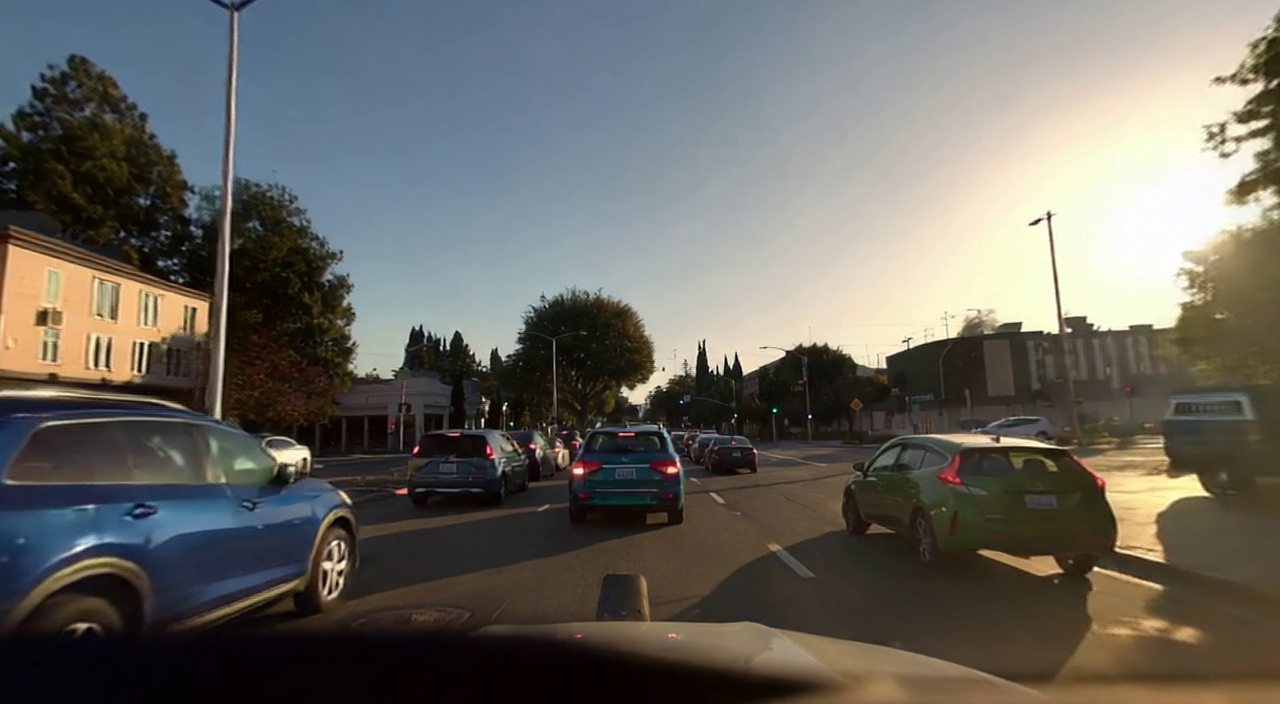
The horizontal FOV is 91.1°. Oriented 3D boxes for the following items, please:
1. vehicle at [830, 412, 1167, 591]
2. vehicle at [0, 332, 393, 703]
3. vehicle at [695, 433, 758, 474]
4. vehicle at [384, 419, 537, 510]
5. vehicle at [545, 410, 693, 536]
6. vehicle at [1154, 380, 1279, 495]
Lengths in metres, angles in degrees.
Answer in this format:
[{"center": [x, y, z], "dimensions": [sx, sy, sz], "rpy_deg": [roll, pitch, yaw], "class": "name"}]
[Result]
[{"center": [3.738, 1.595, 7.523], "dimensions": [1.847, 1.554, 3.885], "rpy_deg": [0, -8, 3], "class": "vehicle"}, {"center": [-3.440, 0.991, 3.796], "dimensions": [2.047, 1.710, 4.314], "rpy_deg": [0, -8, 1], "class": "vehicle"}, {"center": [3.349, 4.017, 25.066], "dimensions": [1.948, 1.475, 4.093], "rpy_deg": [0, -8, 0], "class": "vehicle"}, {"center": [-3.728, 2.420, 13.969], "dimensions": [2.012, 1.701, 4.316], "rpy_deg": [0, -8, 1], "class": "vehicle"}, {"center": [-0.241, 1.945, 10.677], "dimensions": [2.022, 1.700, 4.084], "rpy_deg": [0, -8, 1], "class": "vehicle"}, {"center": [12.498, 1.506, 11.085], "dimensions": [4.991, 1.978, 2.090], "rpy_deg": [-8, -11, 43], "class": "vehicle"}]
